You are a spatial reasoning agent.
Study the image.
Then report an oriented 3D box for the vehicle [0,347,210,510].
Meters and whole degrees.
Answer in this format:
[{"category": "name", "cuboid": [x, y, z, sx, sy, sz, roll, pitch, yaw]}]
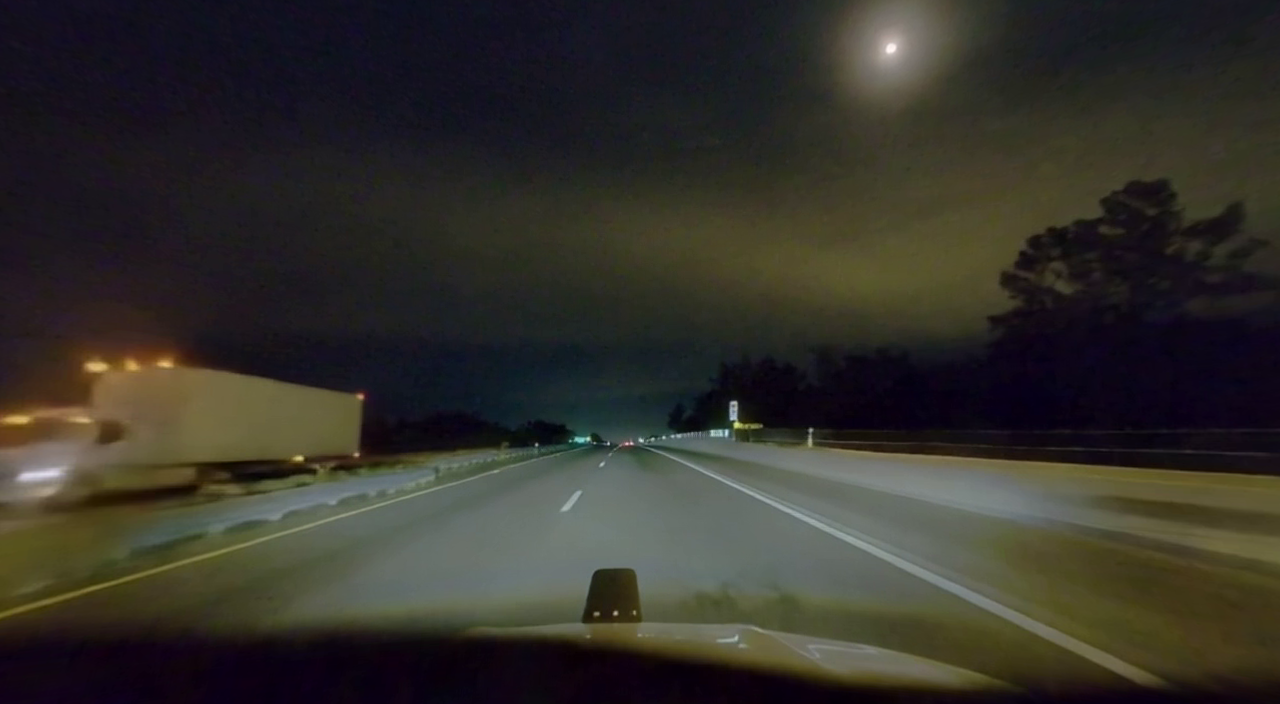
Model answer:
[{"category": "vehicle", "cuboid": [-16.296, 2.231, 18.227, 3.068, 3.877, 6.541, 0, -8, -1]}]
